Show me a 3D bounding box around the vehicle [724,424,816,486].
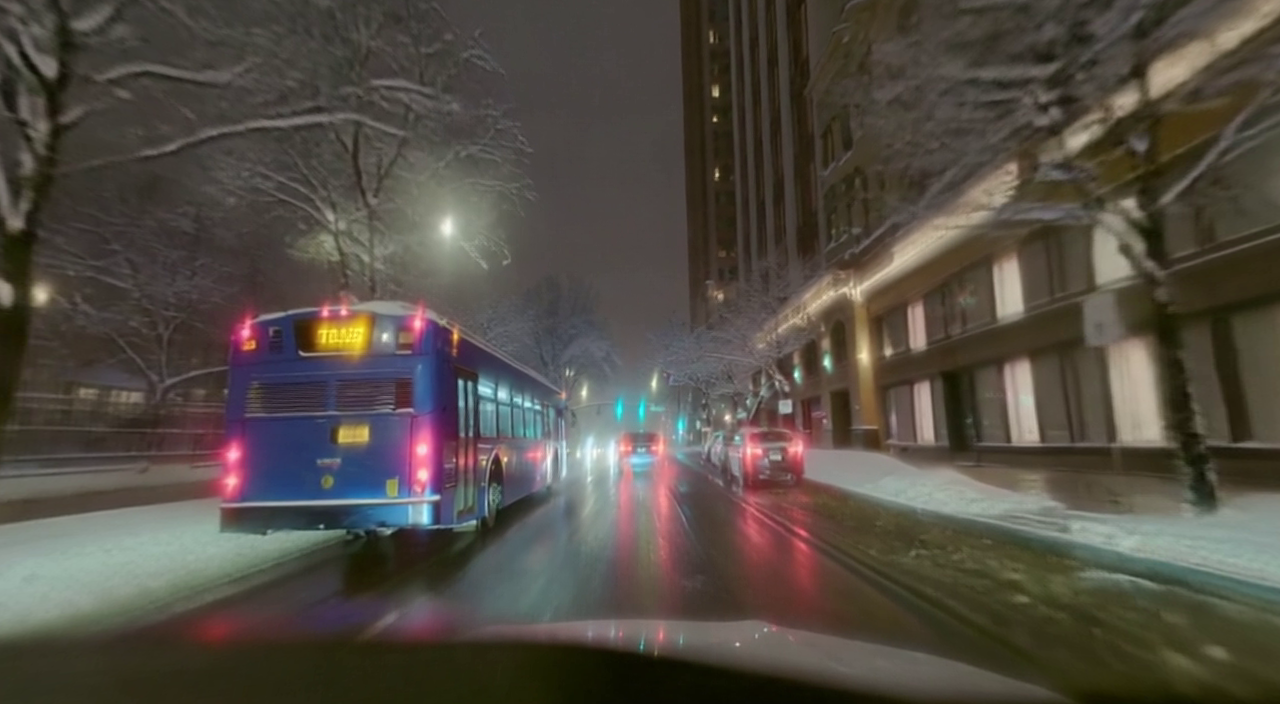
[{"bbox_3d":[4.133,3.378,20.914,2.138,1.787,4.522,0,-8,1],"label":"vehicle"}]

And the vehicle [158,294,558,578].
[{"bbox_3d":[-3.388,1.381,10.741,2.920,2.884,8.588,0,-8,-1],"label":"vehicle"}]

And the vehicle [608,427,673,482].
[{"bbox_3d":[0.043,3.601,22.365,2.120,1.727,3.917,0,-8,1],"label":"vehicle"}]
